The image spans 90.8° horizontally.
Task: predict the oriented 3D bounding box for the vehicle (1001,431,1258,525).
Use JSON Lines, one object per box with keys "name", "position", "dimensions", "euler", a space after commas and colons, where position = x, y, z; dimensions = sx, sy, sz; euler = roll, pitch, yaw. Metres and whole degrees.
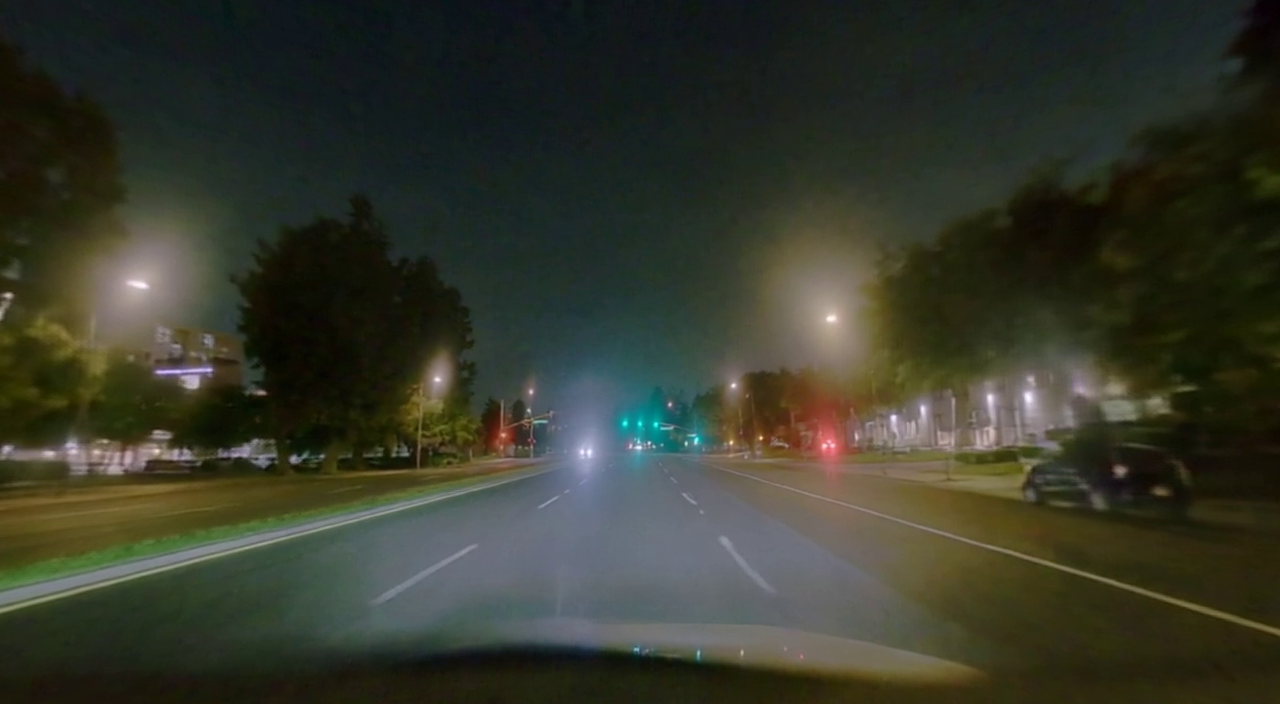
{"name": "vehicle", "position": [10.374, 2.672, 14.034], "dimensions": [2.044, 1.705, 4.668], "euler": [0, -9, 2]}
